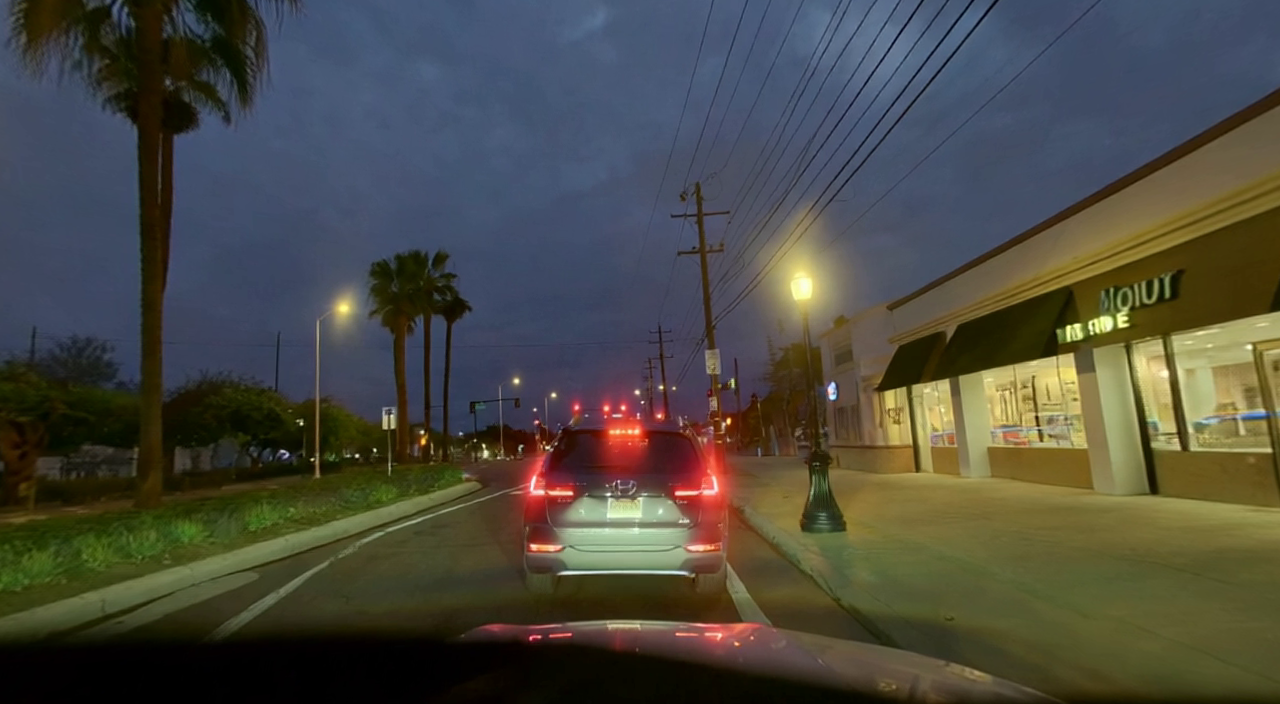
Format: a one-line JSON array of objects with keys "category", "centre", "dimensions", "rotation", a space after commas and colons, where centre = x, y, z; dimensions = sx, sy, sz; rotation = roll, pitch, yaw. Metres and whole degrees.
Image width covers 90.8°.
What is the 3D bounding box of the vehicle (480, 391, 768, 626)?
[{"category": "vehicle", "centre": [-0.191, 1.415, 6.595], "dimensions": [2.105, 1.702, 3.750], "rotation": [0, -8, -3]}]
